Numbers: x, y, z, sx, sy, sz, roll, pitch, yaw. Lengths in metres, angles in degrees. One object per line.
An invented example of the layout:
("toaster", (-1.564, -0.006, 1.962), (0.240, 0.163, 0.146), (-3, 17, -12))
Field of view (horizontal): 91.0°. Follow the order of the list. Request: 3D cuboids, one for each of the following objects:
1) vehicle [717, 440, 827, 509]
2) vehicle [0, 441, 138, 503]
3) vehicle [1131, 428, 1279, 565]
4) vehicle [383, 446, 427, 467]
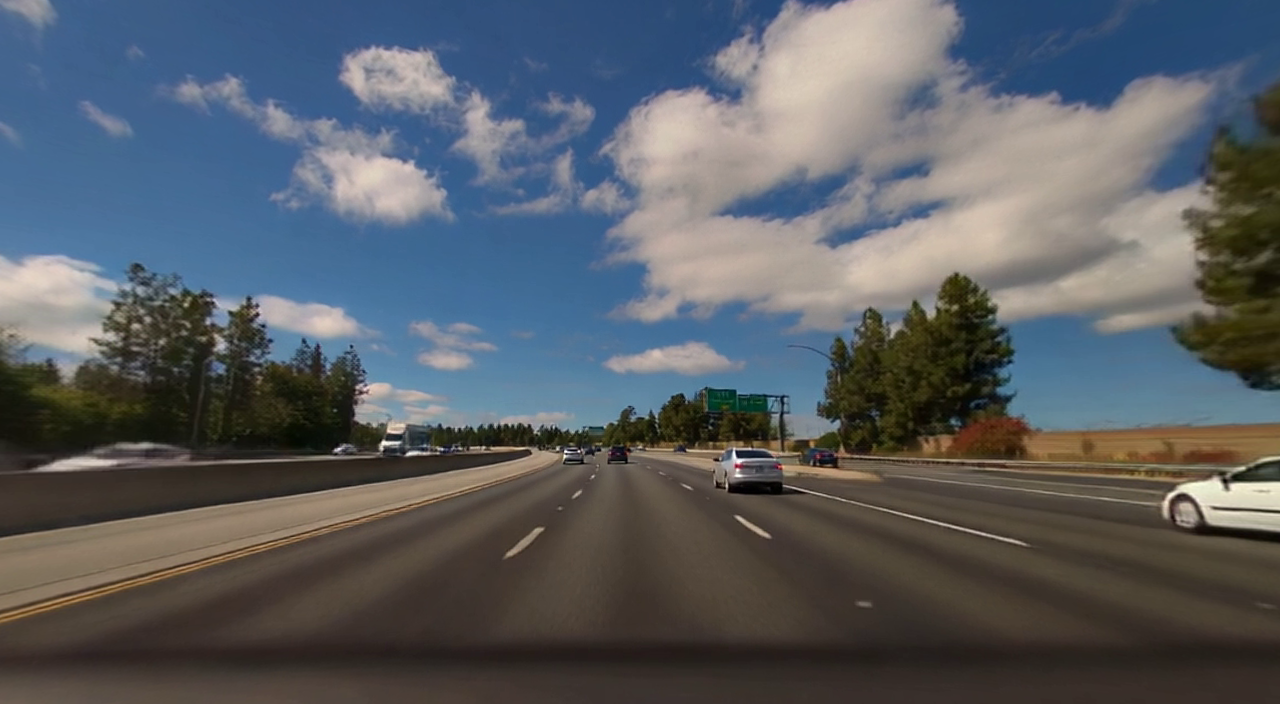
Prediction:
("vehicle", (3.297, 3.157, 16.579), (1.975, 1.562, 3.823), (0, -9, -1))
("vehicle", (-16.840, 3.309, 17.646), (1.921, 1.515, 4.417), (0, -9, -1))
("vehicle", (8.685, 1.713, 7.402), (1.909, 1.634, 4.739), (0, -9, -1))
("vehicle", (-18.072, 8.053, 48.670), (1.861, 1.545, 4.299), (1, -9, -2))
